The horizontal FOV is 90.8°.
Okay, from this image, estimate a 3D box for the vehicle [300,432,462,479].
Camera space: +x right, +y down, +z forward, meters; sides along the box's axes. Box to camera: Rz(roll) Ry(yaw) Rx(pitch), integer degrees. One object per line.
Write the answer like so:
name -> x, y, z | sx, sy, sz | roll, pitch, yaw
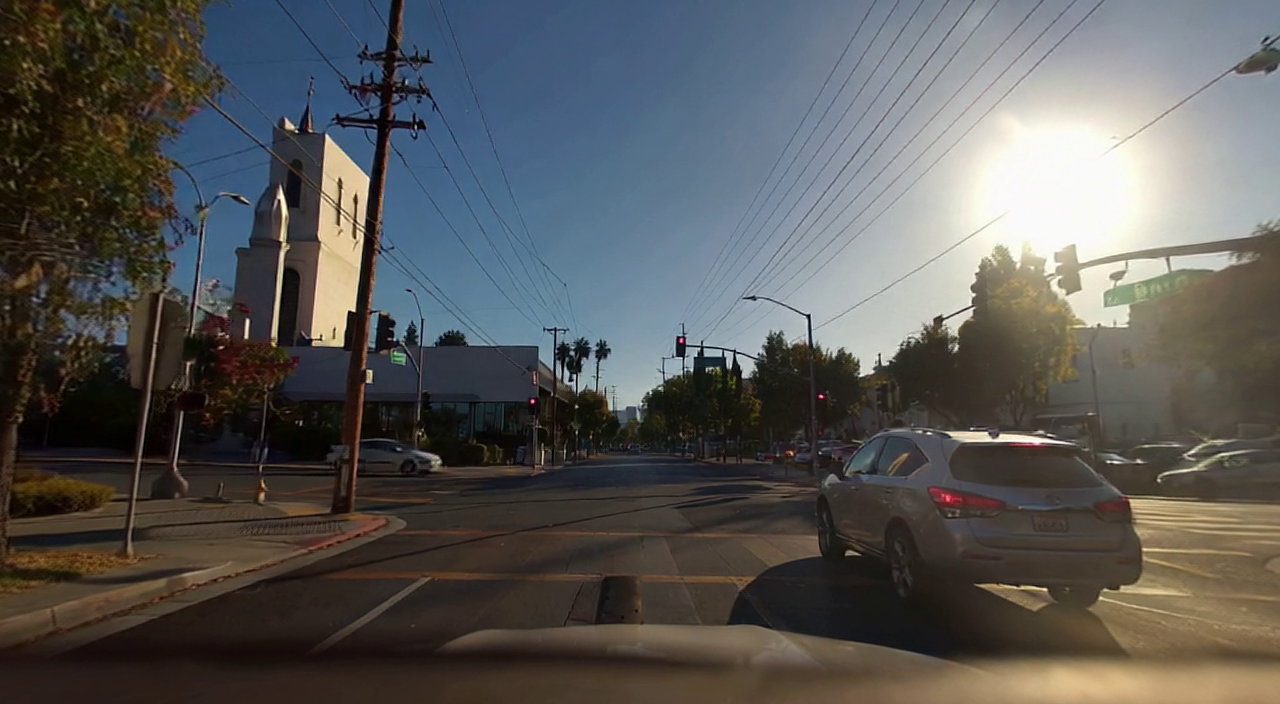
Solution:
vehicle -> -8.843, 3.558, 21.866 | 4.718, 1.497, 2.032 | 0, -9, 4
